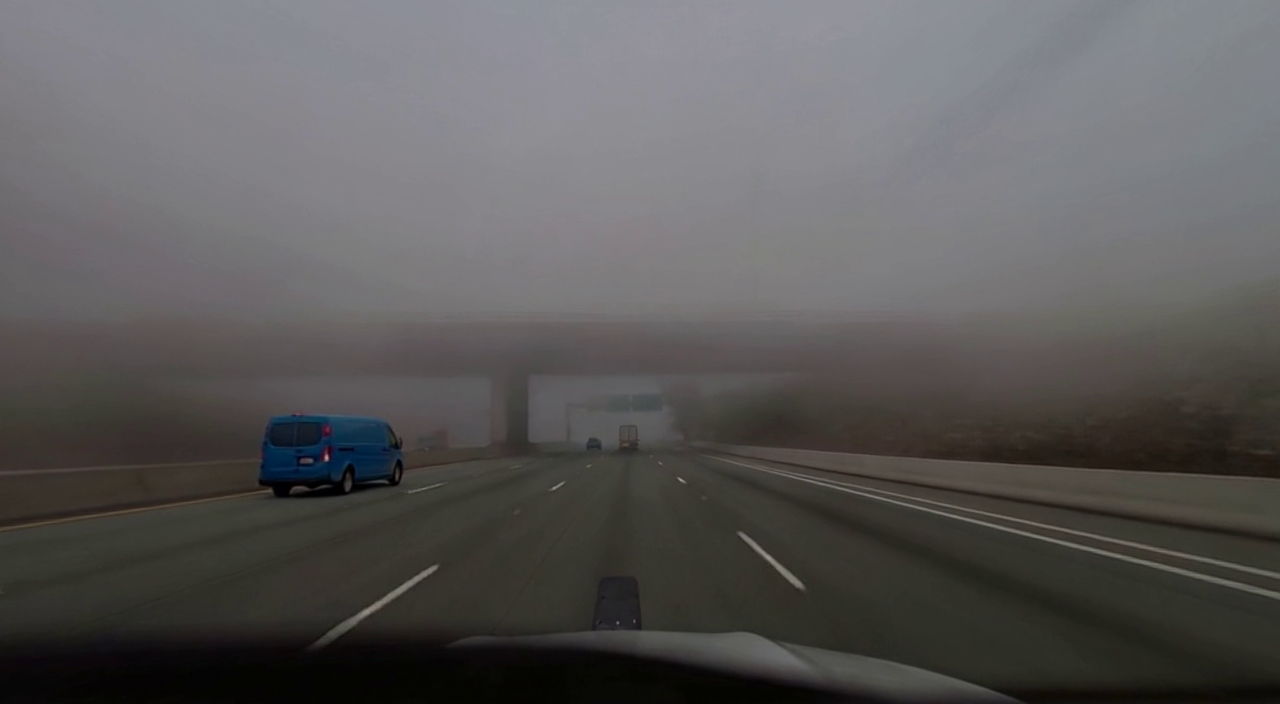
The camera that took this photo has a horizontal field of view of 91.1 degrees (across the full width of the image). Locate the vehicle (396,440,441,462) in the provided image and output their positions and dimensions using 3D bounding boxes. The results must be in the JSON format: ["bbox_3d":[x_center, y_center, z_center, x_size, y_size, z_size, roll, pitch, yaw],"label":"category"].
[{"bbox_3d":[-16.392,7.343,46.705,1.883,1.535,4.353,0,-8,-1],"label":"vehicle"}]

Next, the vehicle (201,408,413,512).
[{"bbox_3d":[-7.401,2.444,14.861,2.150,1.996,5.341,0,-8,-1],"label":"vehicle"}]
